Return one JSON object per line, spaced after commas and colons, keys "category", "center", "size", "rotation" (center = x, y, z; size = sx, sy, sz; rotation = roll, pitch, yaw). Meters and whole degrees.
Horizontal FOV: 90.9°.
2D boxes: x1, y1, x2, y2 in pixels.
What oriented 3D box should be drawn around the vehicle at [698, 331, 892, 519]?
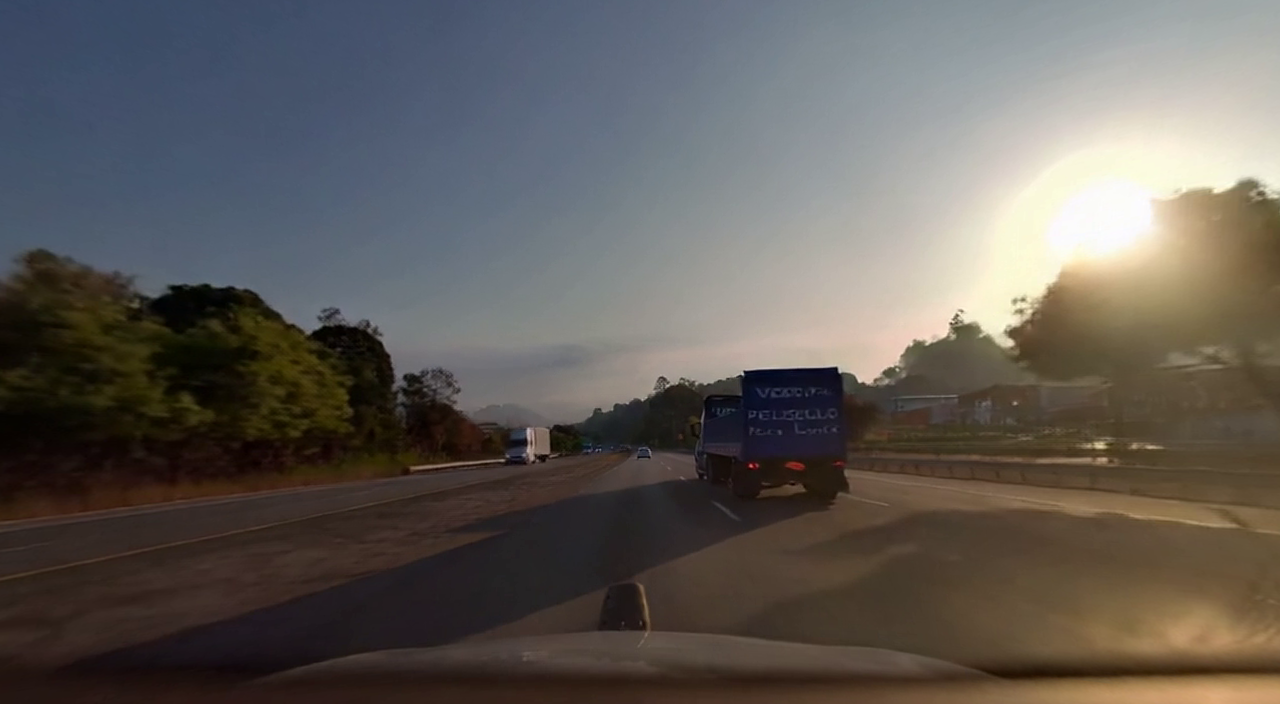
{"category": "vehicle", "center": [4.062, 2.555, 20.468], "size": [3.341, 4.269, 12.252], "rotation": [0, -9, 1]}
